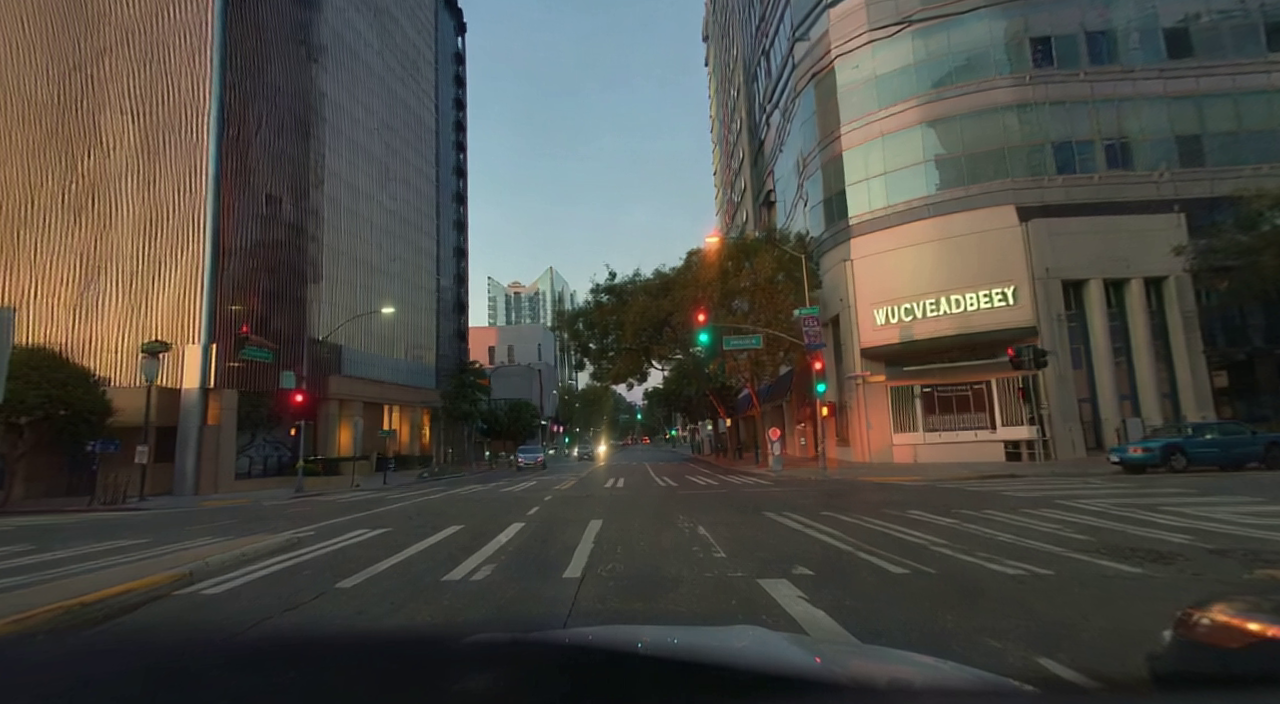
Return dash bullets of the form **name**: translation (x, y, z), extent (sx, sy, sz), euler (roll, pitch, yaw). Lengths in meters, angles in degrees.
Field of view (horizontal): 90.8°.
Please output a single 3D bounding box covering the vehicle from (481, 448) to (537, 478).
- **vehicle**: translation (-6.932, 5.908, 33.892), extent (1.893, 1.451, 4.276), euler (-1, -9, 3)
